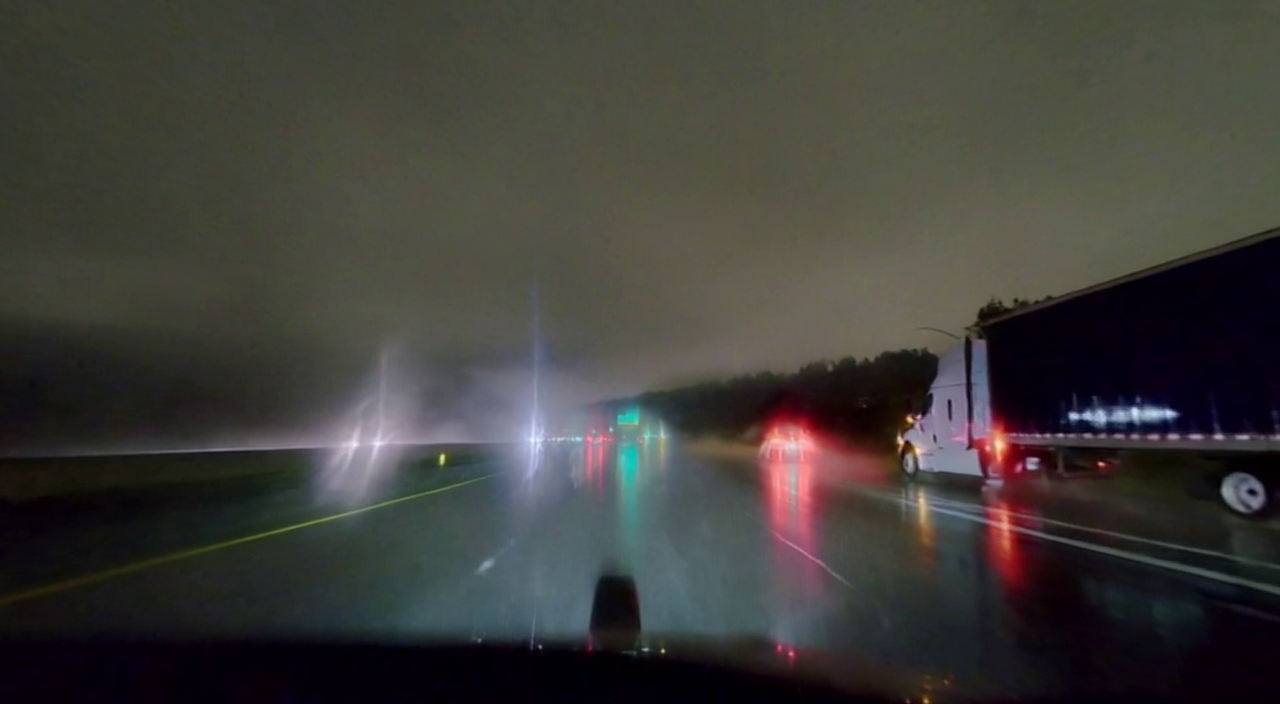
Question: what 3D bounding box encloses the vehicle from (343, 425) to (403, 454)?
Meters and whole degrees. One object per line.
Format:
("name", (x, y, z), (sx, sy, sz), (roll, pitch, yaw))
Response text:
("vehicle", (-20.726, 6.830, 49.179), (2.349, 2.112, 5.803), (0, -8, -2))
